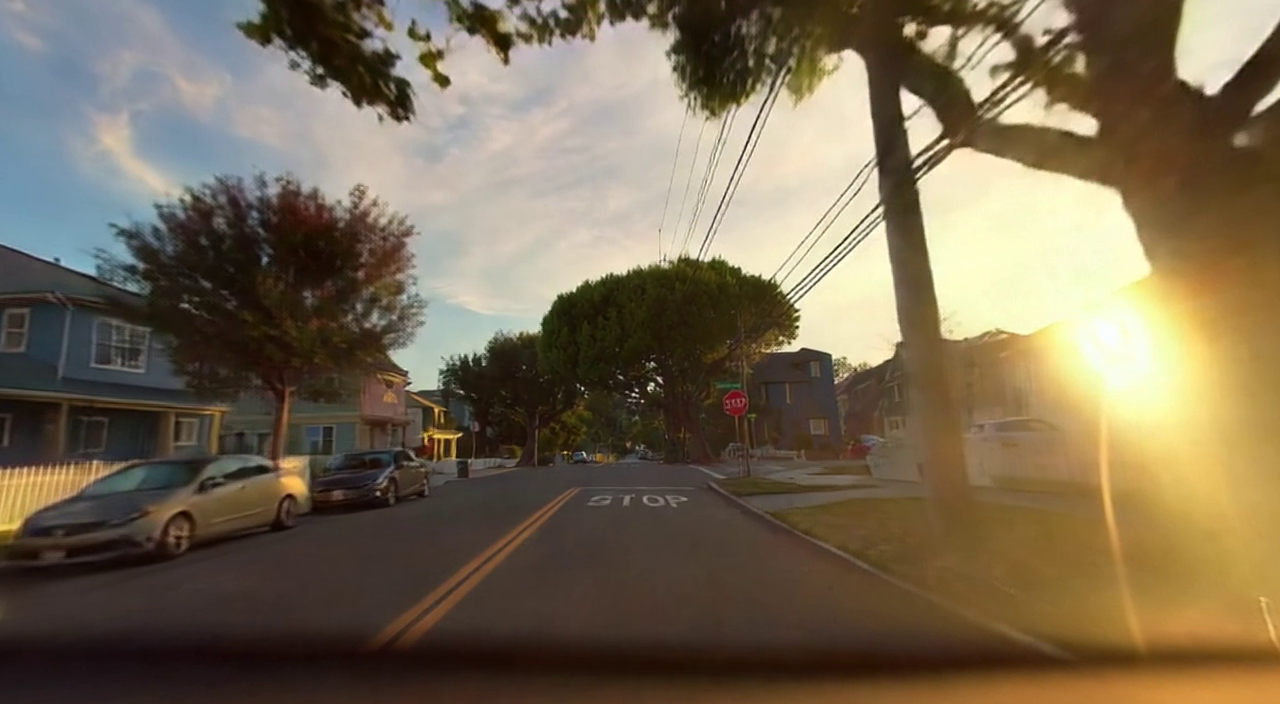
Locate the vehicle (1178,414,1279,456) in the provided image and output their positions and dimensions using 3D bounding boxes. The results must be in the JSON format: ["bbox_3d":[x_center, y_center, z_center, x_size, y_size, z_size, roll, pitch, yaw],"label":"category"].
[{"bbox_3d":[24.510,3.349,25.349,4.031,1.624,1.896,0,-8,-1],"label":"vehicle"}]

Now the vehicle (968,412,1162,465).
[{"bbox_3d":[16.757,3.458,25.187,6.022,1.953,2.250,0,-8,1],"label":"vehicle"}]

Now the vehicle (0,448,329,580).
[{"bbox_3d":[-6.867,2.224,9.590,2.056,1.481,4.451,0,-8,-1],"label":"vehicle"}]

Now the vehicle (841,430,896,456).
[{"bbox_3d":[15.706,6.331,43.679,2.025,1.689,4.342,0,-8,-2],"label":"vehicle"}]

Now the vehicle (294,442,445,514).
[{"bbox_3d":[-6.735,3.151,16.312,2.026,1.560,4.062,-1,-8,1],"label":"vehicle"}]
